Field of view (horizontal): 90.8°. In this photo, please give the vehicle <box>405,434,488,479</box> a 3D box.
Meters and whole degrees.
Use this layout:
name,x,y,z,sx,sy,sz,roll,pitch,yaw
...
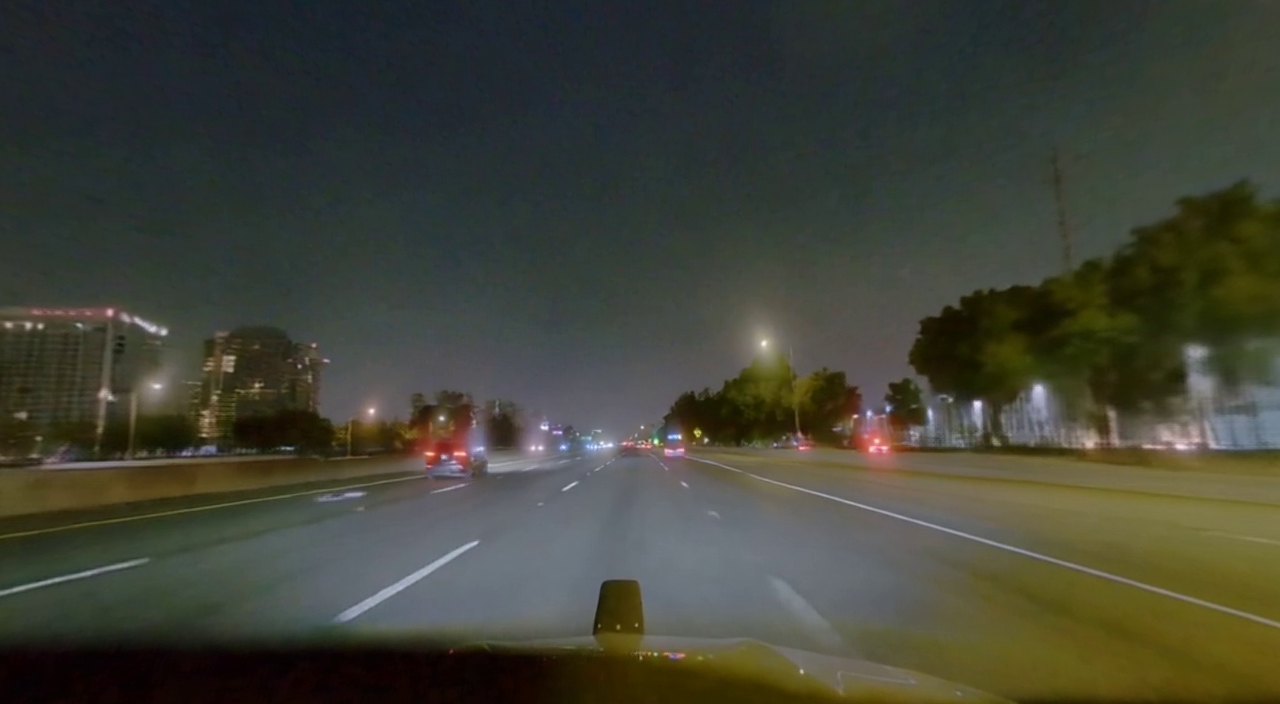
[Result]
name,x,y,z,sx,sy,sz,roll,pitch,yaw
vehicle,-7.930,4.325,26.425,2.089,1.724,4.327,0,-8,0
